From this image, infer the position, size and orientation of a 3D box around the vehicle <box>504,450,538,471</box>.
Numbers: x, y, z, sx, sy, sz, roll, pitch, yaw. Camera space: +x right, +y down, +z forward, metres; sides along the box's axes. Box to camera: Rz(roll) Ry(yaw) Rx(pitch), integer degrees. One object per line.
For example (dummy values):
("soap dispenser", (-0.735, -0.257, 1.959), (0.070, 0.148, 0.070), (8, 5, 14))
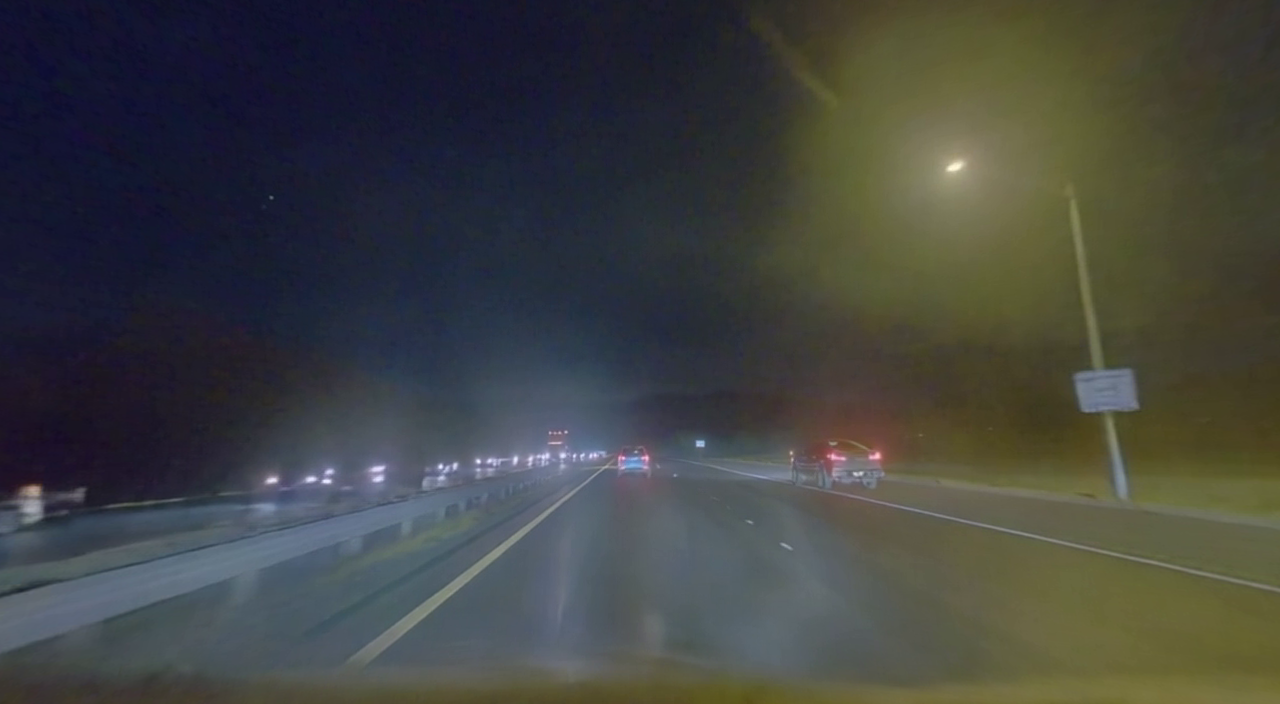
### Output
("vehicle", (-9.136, 8.381, 48.422), (1.893, 1.519, 4.127), (0, -9, -1))

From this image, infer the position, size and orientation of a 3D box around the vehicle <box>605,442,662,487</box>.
("vehicle", (-0.284, 4.217, 23.715), (1.971, 1.518, 4.108), (0, -9, -2))

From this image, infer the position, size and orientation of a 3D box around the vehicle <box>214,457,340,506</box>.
("vehicle", (-12.797, 4.558, 22.492), (1.864, 1.488, 4.473), (0, -9, -1))

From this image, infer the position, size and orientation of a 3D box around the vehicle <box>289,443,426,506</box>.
("vehicle", (-8.336, 3.627, 19.034), (2.090, 1.653, 4.437), (0, -9, 0))
